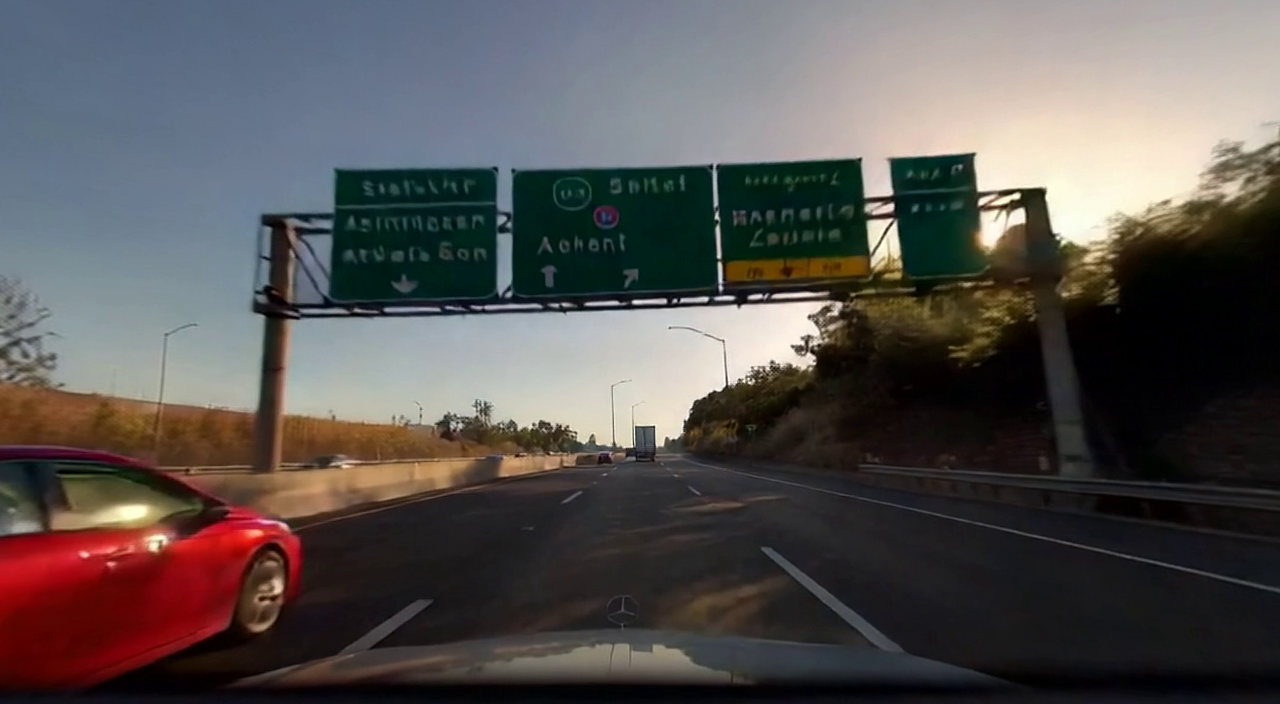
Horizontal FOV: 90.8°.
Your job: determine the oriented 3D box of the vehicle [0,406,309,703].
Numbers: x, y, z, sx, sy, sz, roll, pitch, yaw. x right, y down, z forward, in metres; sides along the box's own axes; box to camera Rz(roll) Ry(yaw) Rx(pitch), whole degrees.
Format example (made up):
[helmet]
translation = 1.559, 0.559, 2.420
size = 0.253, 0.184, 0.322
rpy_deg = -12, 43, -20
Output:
[vehicle]
translation = -3.743, 1.062, 3.134
size = 1.843, 1.517, 4.200
rpy_deg = 0, -9, 1
